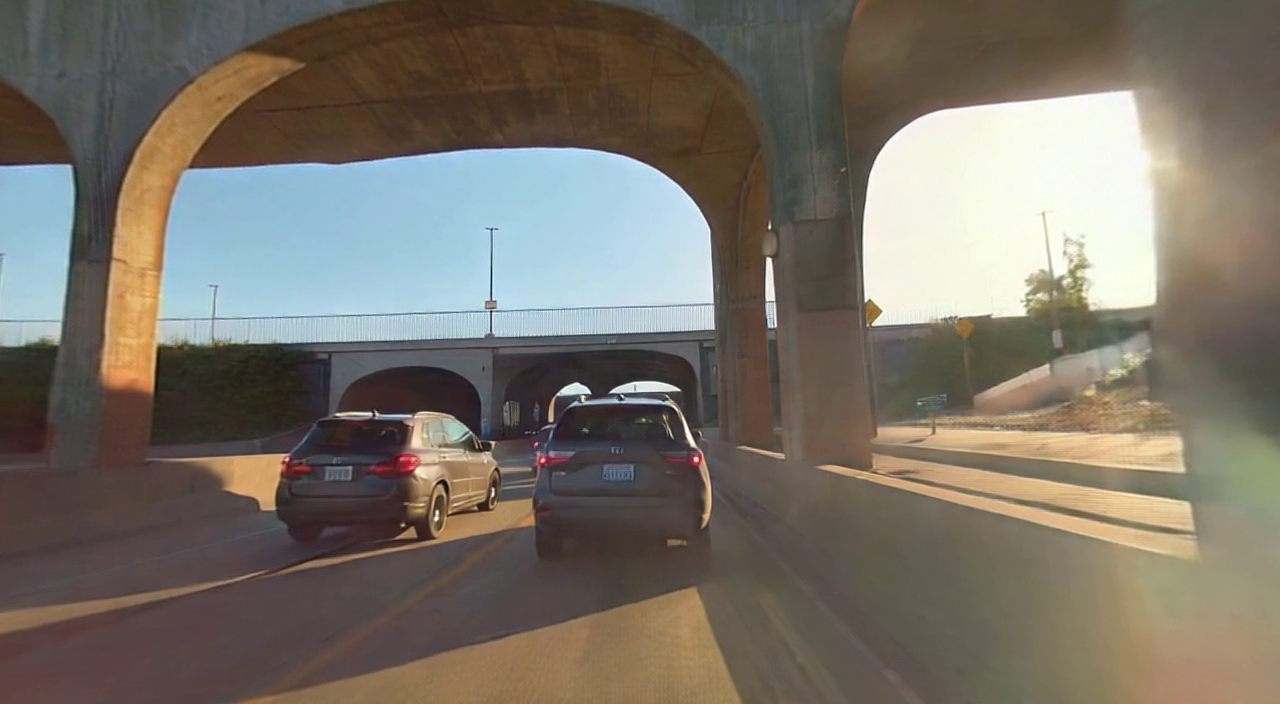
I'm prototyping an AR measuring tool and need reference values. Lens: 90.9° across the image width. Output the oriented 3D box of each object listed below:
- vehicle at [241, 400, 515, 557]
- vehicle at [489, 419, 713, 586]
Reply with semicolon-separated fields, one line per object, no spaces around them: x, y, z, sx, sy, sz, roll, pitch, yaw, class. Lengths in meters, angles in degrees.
-3.438;1.776;9.489;2.017;1.761;4.572;-1;-8;2;vehicle
-0.267;1.661;7.789;2.020;1.478;4.092;-1;-8;3;vehicle
